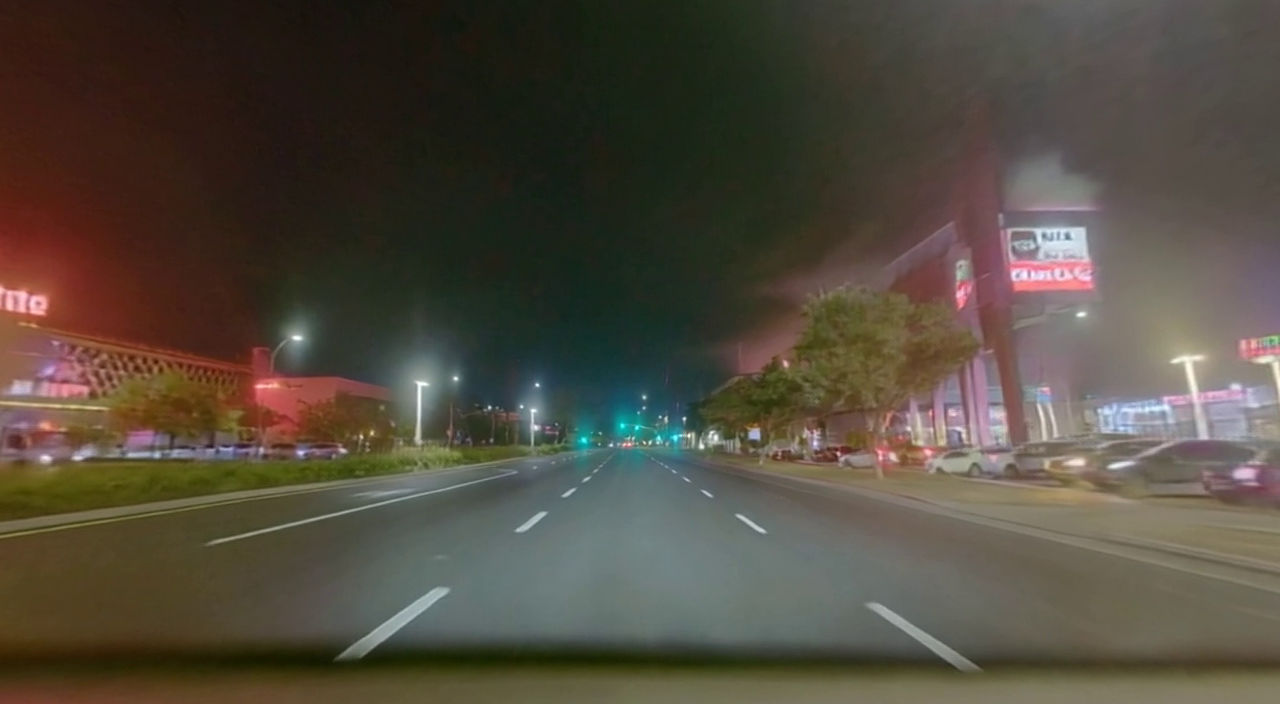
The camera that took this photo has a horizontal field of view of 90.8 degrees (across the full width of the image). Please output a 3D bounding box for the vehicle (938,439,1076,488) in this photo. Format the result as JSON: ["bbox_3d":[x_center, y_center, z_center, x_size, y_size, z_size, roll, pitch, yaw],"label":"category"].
[{"bbox_3d":[12.762,3.893,22.433,1.928,1.465,4.874,-2,-9,-1],"label":"vehicle"}]

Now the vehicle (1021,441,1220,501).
[{"bbox_3d":[13.002,3.197,17.526,1.865,1.434,4.373,1,-8,-4],"label":"vehicle"}]

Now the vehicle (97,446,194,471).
[{"bbox_3d":[-30.342,6.516,38.839,4.311,1.457,1.808,0,-8,-2],"label":"vehicle"}]

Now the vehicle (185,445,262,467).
[{"bbox_3d":[-30.679,7.661,46.624,4.323,1.467,1.895,-1,-8,-1],"label":"vehicle"}]

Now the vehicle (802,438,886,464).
[{"bbox_3d":[14.161,6.867,44.028,5.134,1.732,2.047,0,-8,0],"label":"vehicle"}]
